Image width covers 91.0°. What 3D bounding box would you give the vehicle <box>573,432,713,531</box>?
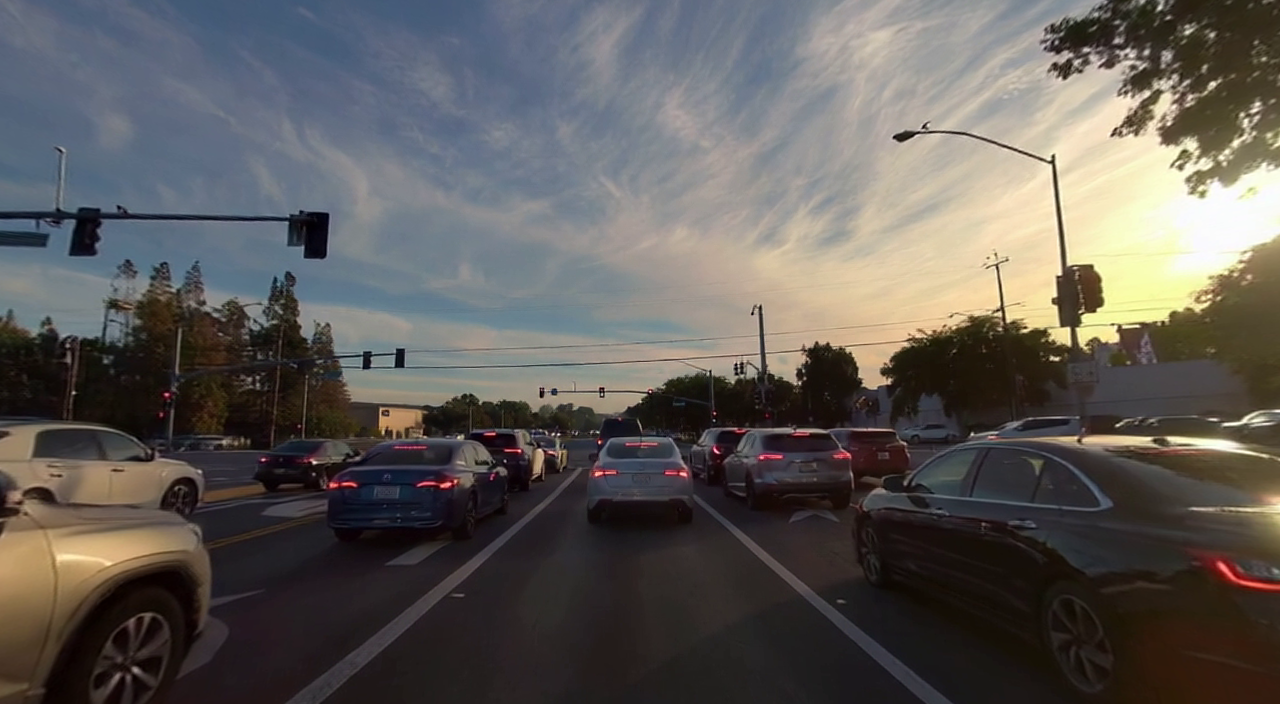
[{"bbox_3d":[-0.022,2.199,11.282,2.076,1.438,3.770,0,-8,-2],"label":"vehicle"}]

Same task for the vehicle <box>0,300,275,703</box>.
[{"bbox_3d":[-3.194,0.604,1.405,2.079,1.756,4.676,0,-8,-2],"label":"vehicle"}]

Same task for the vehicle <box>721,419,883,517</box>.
[{"bbox_3d":[3.049,2.294,12.898,2.106,1.667,4.101,0,-8,-2],"label":"vehicle"}]

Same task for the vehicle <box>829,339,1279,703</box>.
[{"bbox_3d":[3.151,1.104,4.595,2.074,1.685,4.387,0,-8,-1],"label":"vehicle"}]

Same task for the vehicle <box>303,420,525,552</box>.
[{"bbox_3d":[-3.078,1.909,9.690,1.896,1.546,4.378,0,-8,-2],"label":"vehicle"}]
